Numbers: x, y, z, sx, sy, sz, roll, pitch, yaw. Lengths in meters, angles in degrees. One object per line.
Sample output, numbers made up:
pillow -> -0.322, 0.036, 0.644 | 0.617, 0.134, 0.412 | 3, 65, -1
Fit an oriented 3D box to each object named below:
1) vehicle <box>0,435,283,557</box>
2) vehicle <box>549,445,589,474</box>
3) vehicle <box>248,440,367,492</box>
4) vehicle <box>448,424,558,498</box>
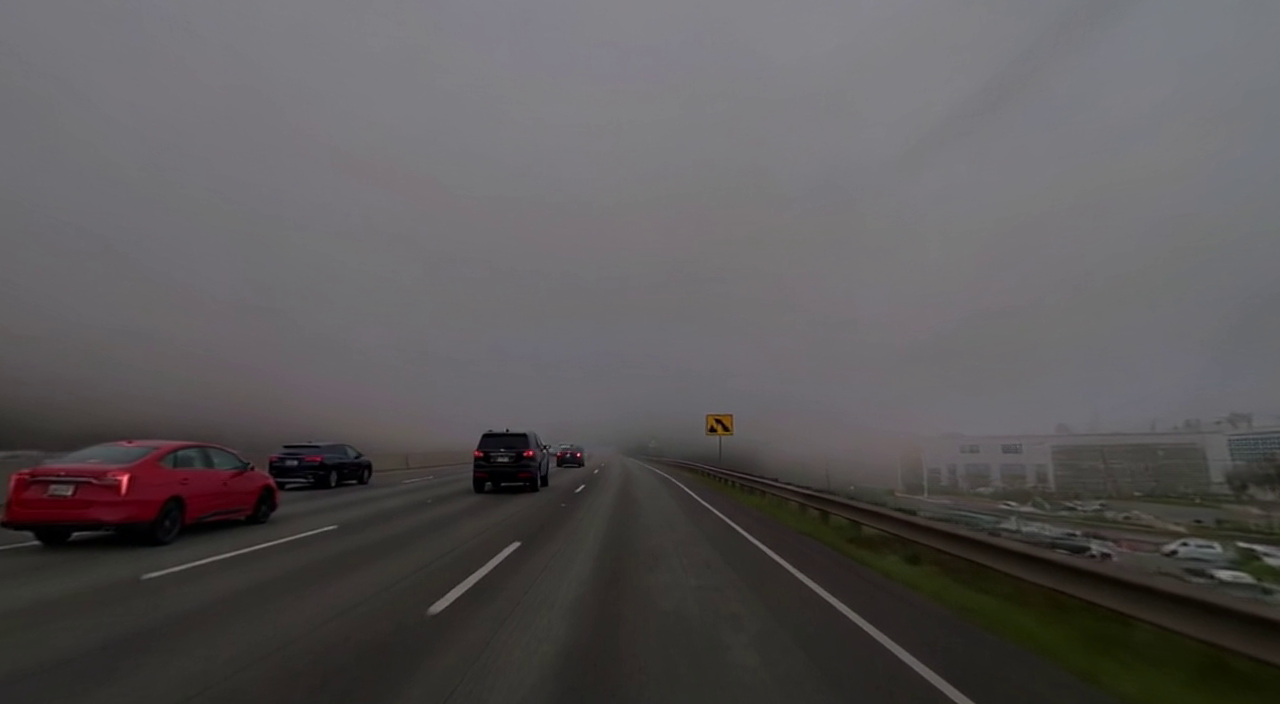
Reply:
vehicle -> -7.387, 2.061, 9.692 | 1.796, 1.509, 3.393 | 0, -8, 0
vehicle -> -4.142, 6.299, 37.204 | 1.955, 1.614, 3.817 | 0, -8, -1
vehicle -> -11.772, 4.025, 22.734 | 1.919, 1.665, 4.394 | 0, -8, -1
vehicle -> -4.066, 3.360, 19.845 | 2.301, 1.985, 5.247 | 0, -8, 0
